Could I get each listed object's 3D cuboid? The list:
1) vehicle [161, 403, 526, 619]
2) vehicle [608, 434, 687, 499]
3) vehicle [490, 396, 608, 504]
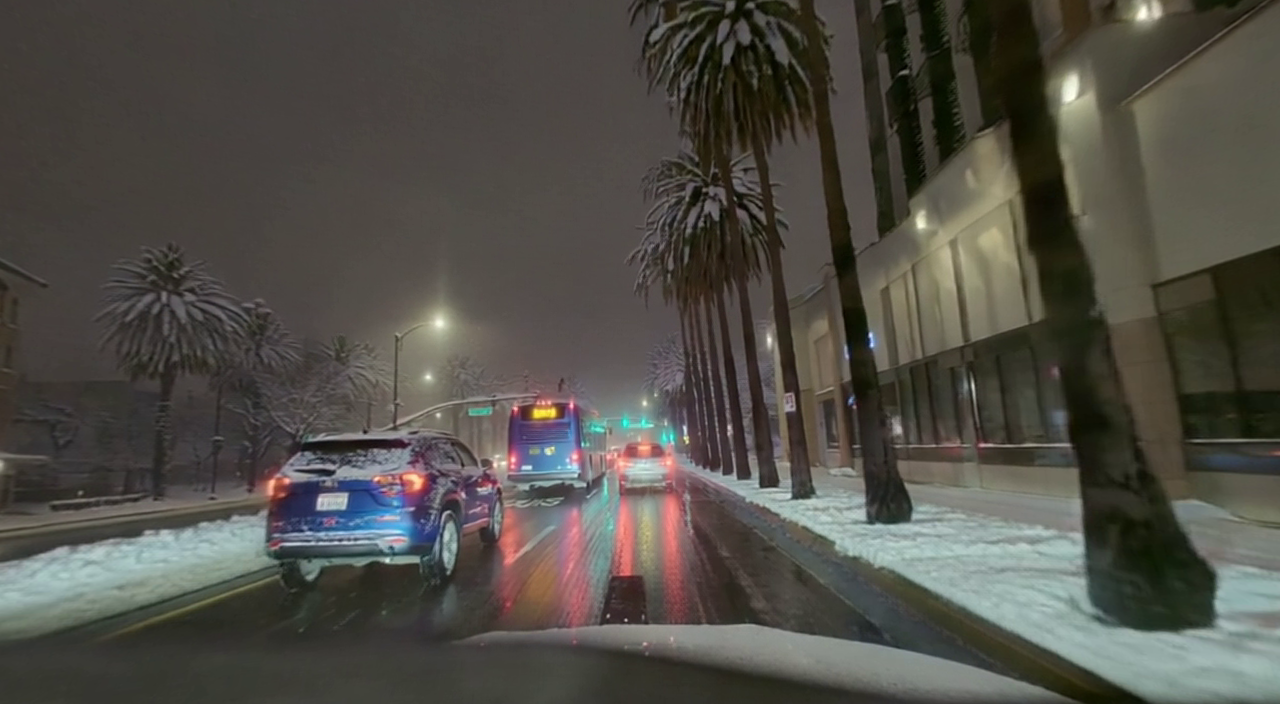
[{"bbox_3d":[-2.930,1.686,7.692,2.124,1.799,4.587,0,-8,1],"label":"vehicle"},{"bbox_3d":[0.220,3.372,18.931,2.120,1.727,3.917,0,-8,1],"label":"vehicle"},{"bbox_3d":[-2.842,3.442,22.430,2.775,3.064,8.297,0,-8,1],"label":"vehicle"}]
